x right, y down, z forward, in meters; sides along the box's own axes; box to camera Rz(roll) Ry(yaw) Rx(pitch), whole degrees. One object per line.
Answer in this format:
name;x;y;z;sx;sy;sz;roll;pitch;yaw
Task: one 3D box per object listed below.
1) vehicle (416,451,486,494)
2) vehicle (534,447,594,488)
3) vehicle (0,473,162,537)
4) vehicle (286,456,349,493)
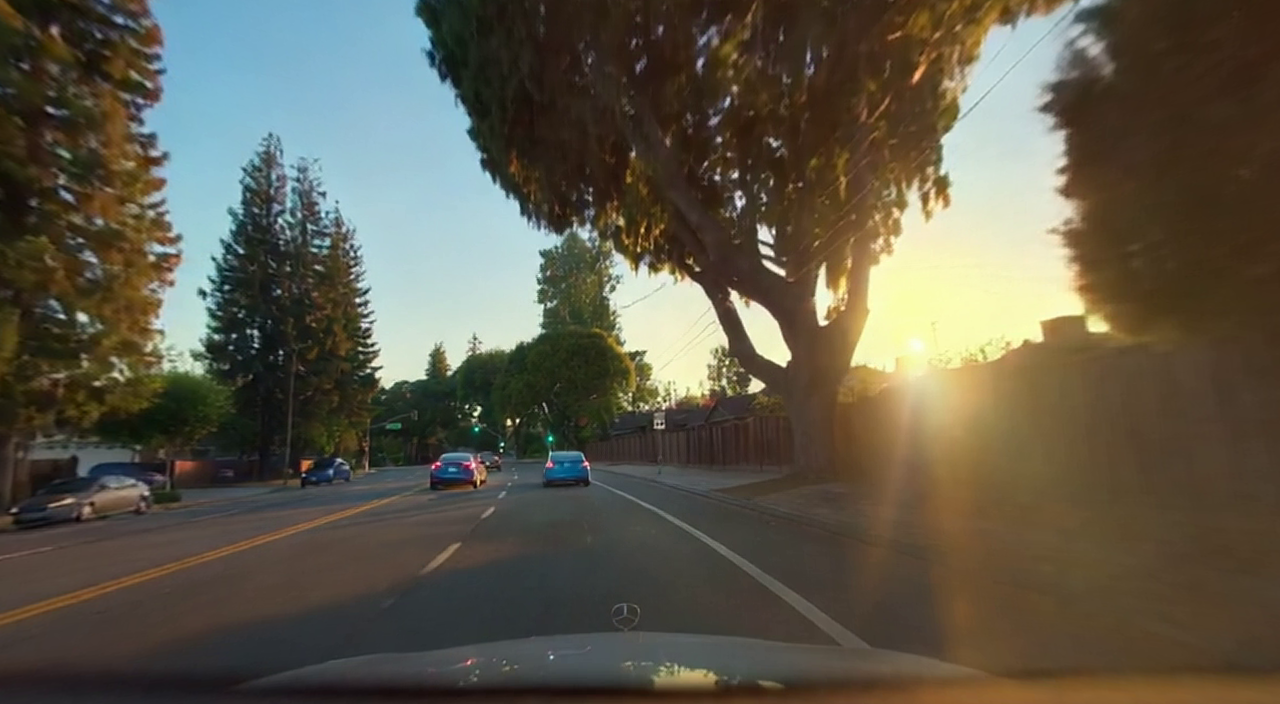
vehicle;-7.015;4.482;23.899;1.913;1.425;4.235;1;-9;-8
vehicle;-3.207;4.706;26.012;2.168;1.504;4.284;2;-9;-10
vehicle;-16.548;4.385;18.600;1.944;1.458;4.549;1;-9;-9
vehicle;-20.832;7.897;41.068;2.094;2.000;5.603;2;-8;-11
